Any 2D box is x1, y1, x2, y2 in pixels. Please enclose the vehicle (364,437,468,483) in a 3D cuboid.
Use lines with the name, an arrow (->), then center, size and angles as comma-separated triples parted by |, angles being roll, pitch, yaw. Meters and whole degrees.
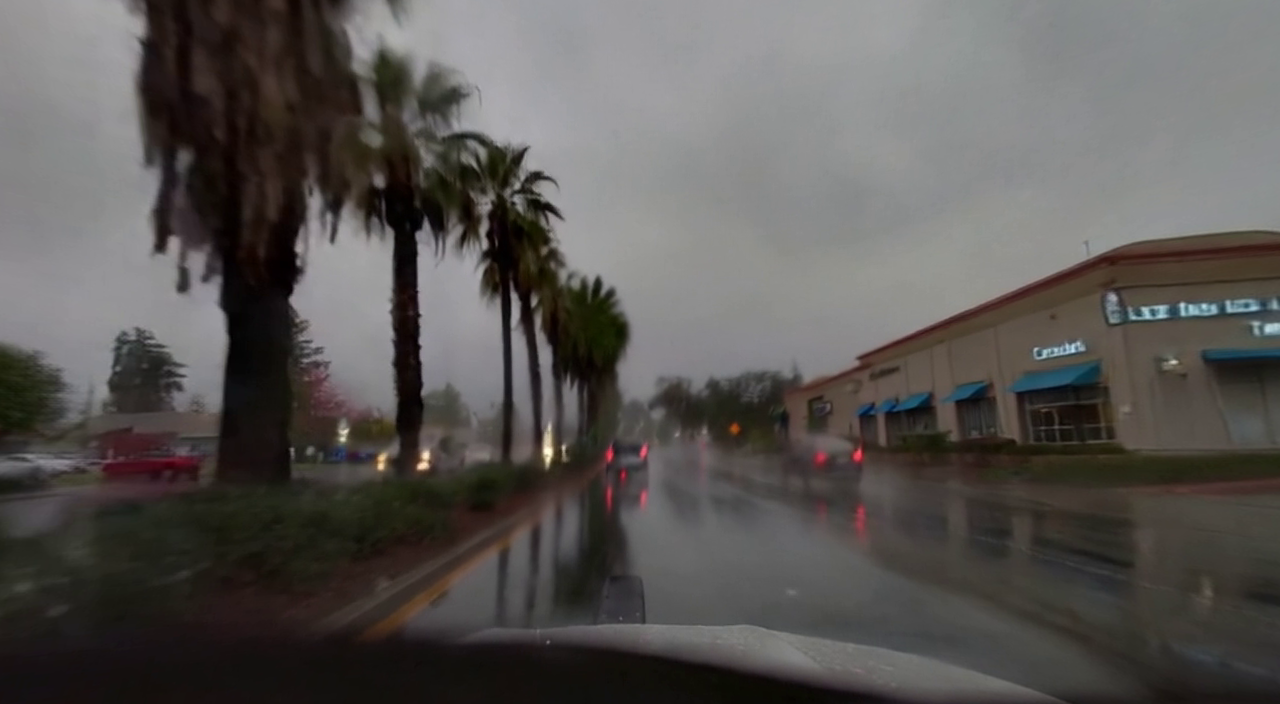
vehicle -> -8.311, 4.062, 24.070 | 2.049, 1.543, 5.131 | 0, -9, 0

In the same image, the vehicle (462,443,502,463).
vehicle -> -11.920, 7.638, 47.812 | 1.833, 1.464, 4.463 | 0, -9, 0

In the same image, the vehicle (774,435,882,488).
vehicle -> 6.357, 3.772, 22.027 | 2.244, 1.618, 4.585 | 0, -9, -2

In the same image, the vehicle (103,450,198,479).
vehicle -> -31.944, 7.303, 41.292 | 4.619, 1.748, 2.040 | 8, -11, -41

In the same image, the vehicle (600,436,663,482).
vehicle -> -0.316, 3.884, 23.135 | 2.106, 1.496, 3.964 | 0, -9, -1
